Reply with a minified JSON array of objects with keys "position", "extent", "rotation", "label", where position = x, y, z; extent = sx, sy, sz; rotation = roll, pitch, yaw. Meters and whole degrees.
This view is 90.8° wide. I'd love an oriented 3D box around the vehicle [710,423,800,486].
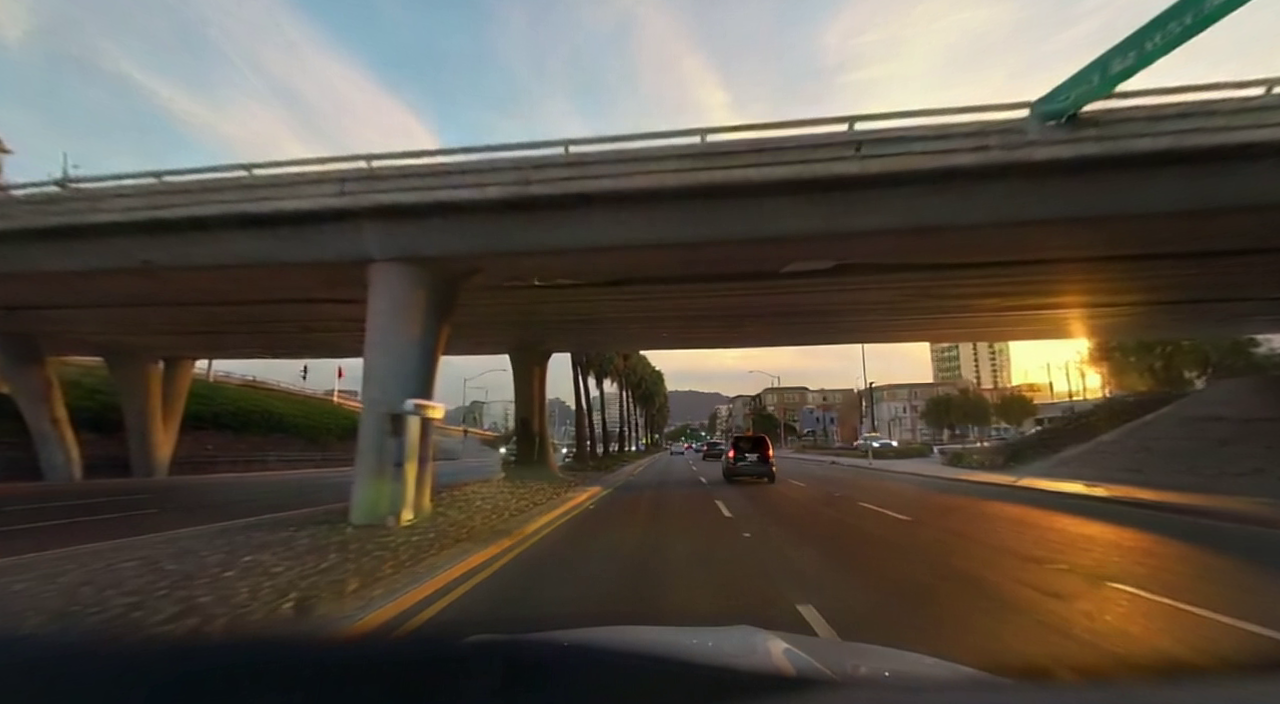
[{"position":[4.071,3.766,23.454],"extent":[2.559,2.017,5.562],"rotation":[0,-9,3],"label":"vehicle"}]
